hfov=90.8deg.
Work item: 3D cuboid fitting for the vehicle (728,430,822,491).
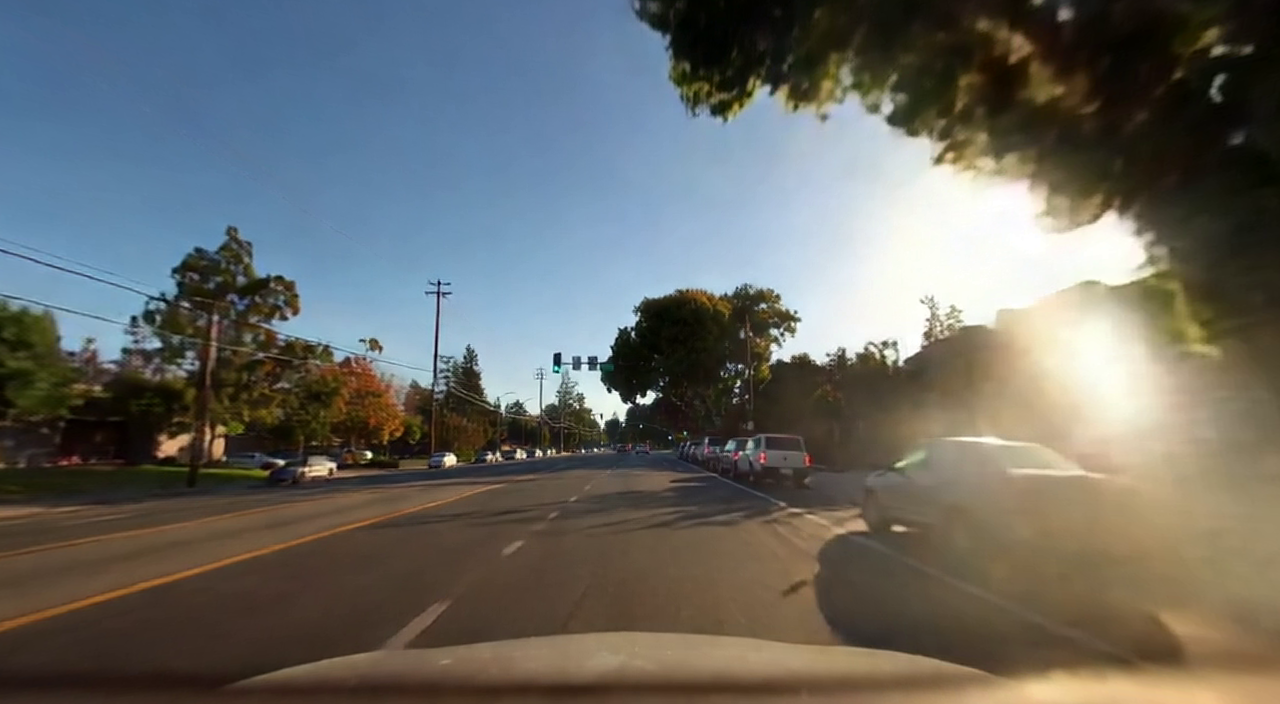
[{"bbox_3d":[4.467,3.694,21.836,2.078,1.837,5.088,0,-9,-1],"label":"vehicle"}]

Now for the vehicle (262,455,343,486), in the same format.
[{"bbox_3d":[-17.669,6.211,33.351,1.831,1.428,4.456,-1,-9,-1],"label":"vehicle"}]

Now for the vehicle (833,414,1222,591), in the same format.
[{"bbox_3d":[4.578,1.849,8.753,2.154,1.718,4.980,0,-9,-1],"label":"vehicle"}]
